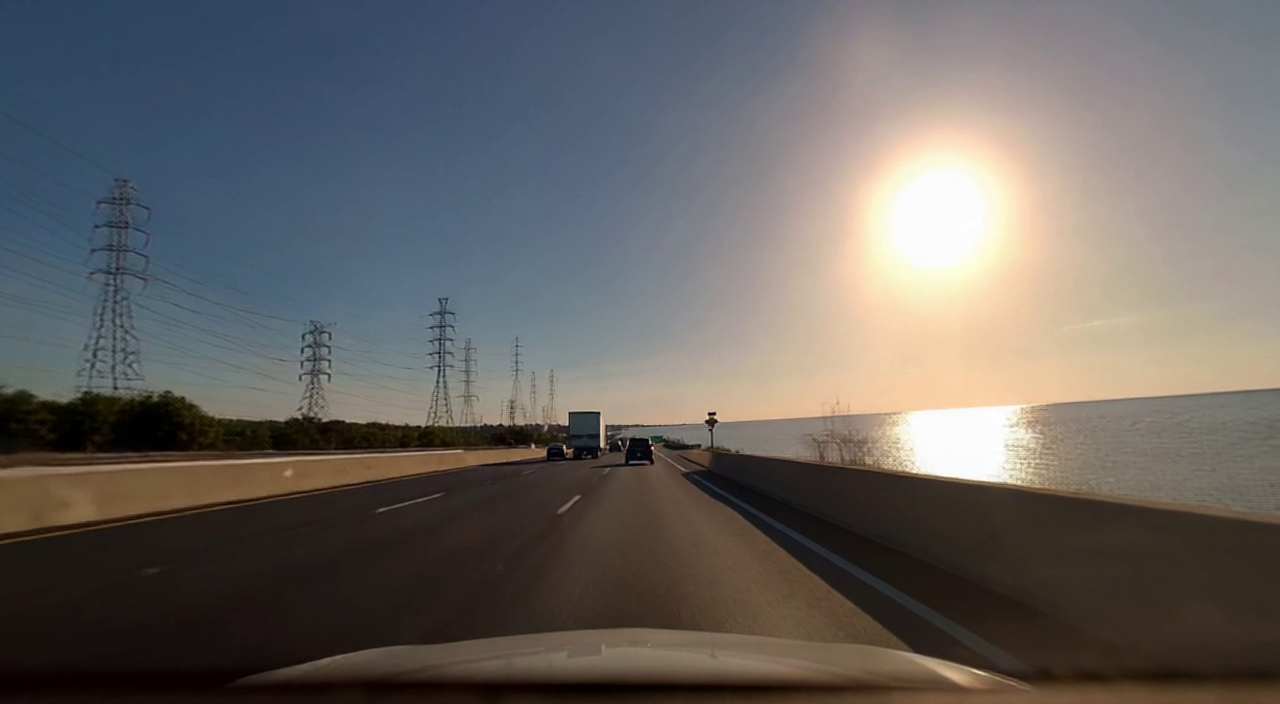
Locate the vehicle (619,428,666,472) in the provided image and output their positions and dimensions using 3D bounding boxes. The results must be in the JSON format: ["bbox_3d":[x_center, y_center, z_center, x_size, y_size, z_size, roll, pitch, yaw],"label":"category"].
[{"bbox_3d":[0.133,5.163,33.535,2.358,2.144,4.713,0,-8,0],"label":"vehicle"}]

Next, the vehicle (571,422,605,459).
[{"bbox_3d":[-3.667,6.290,44.607,2.178,2.522,2.054,0,-8,1],"label":"vehicle"}]
